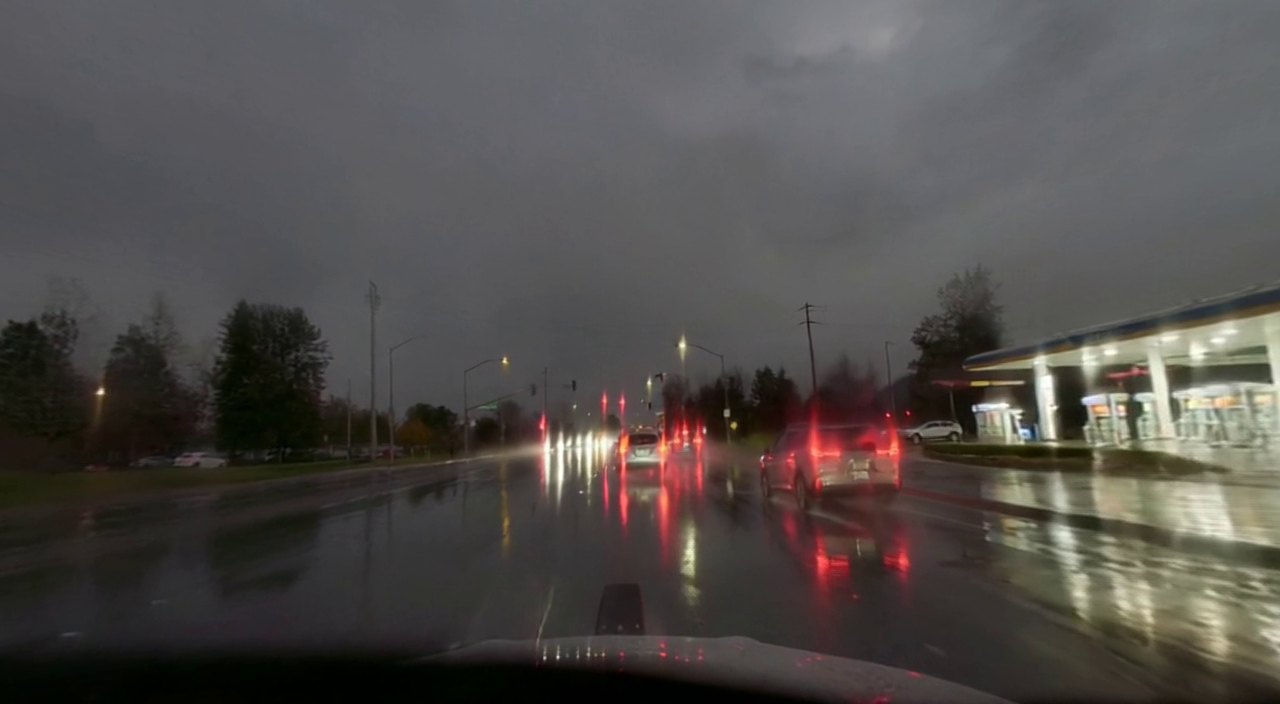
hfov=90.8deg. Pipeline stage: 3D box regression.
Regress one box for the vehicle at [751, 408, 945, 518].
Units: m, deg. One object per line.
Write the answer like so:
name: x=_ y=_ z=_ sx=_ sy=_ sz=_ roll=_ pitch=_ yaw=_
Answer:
vehicle: x=3.863 y=2.189 z=12.926 sx=2.116 sy=1.791 sz=5.006 roll=0 pitch=-8 yaw=-2

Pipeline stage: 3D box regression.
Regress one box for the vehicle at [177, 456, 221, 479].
vehicle: x=-30.746 y=8.002 z=43.981 sx=1.948 sy=1.452 sz=4.370 roll=7 pitch=-11 yaw=-40

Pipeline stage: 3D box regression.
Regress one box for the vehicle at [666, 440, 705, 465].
vehicle: x=2.577 y=5.803 z=36.634 sx=1.822 sy=1.331 sz=3.583 roll=0 pitch=-8 yaw=-2

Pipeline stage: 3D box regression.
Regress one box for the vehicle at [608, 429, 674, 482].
vehicle: x=-0.041 y=3.684 z=22.804 sx=2.164 sy=1.718 sz=3.881 roll=0 pitch=-8 yaw=-2
